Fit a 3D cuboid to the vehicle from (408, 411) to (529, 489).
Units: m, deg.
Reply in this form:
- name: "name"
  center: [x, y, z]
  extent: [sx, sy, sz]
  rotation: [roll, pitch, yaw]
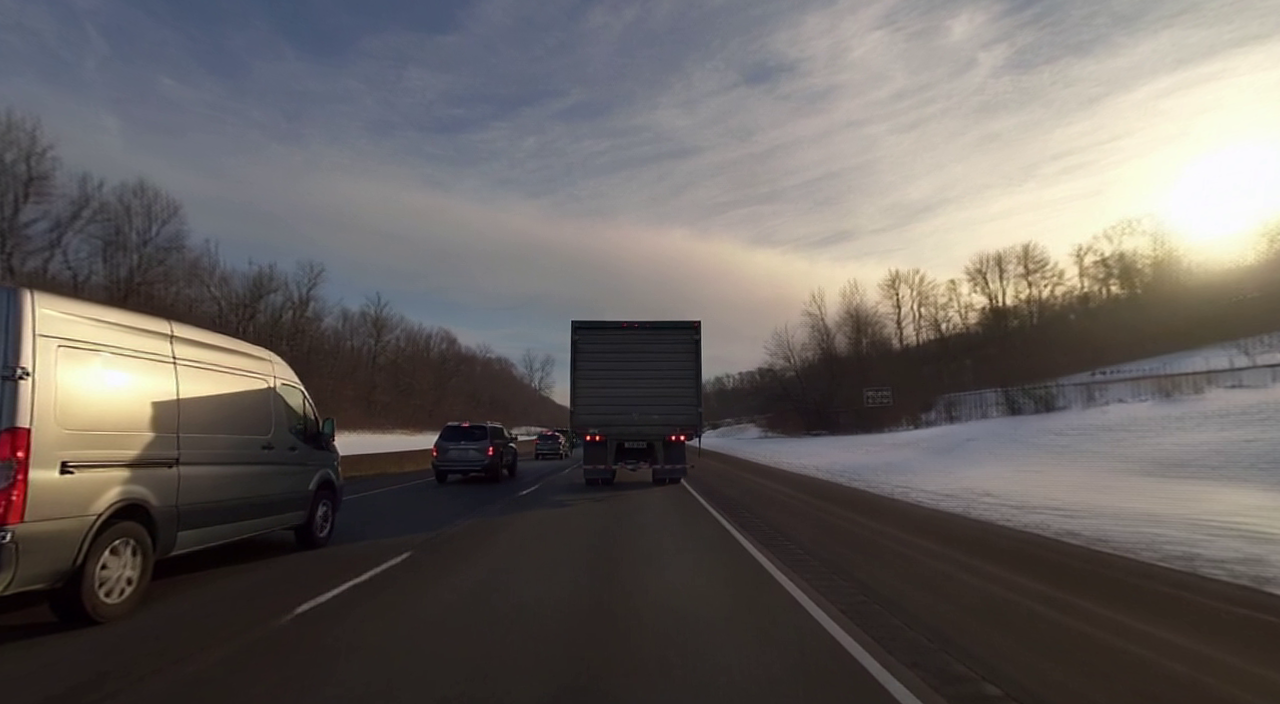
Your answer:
- name: "vehicle"
  center: [-4.876, 2.860, 18.749]
  extent: [2.168, 1.985, 4.952]
  rotation: [0, -8, 0]

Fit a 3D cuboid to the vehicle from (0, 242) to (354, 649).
- name: "vehicle"
  center: [-5.250, 0.862, 5.989]
  extent: [2.478, 2.515, 5.438]
  rotation: [0, -8, 0]

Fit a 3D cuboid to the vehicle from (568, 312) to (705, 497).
- name: "vehicle"
  center: [-0.143, 1.779, 18.768]
  extent: [2.953, 4.041, 10.072]
  rotation: [0, -8, -1]

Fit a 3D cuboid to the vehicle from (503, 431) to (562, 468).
- name: "vehicle"
  center: [-4.847, 4.447, 28.964]
  extent: [1.931, 1.539, 4.441]
  rotation: [0, -8, 0]
